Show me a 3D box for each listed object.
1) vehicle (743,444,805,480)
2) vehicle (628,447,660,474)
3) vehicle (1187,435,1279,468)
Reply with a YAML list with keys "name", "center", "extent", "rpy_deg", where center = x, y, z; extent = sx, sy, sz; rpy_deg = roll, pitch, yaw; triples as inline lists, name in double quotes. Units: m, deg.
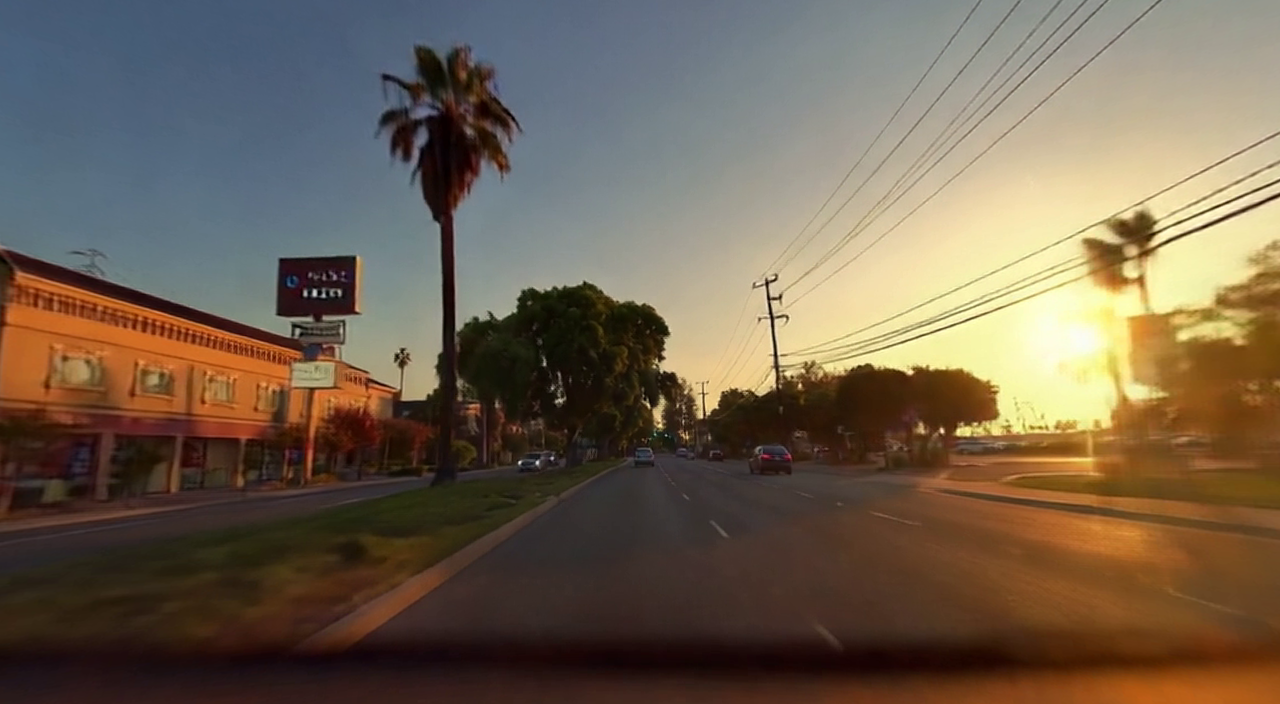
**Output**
- name: "vehicle"
  center: [6.868, 5.680, 32.887]
  extent: [2.252, 1.718, 4.617]
  rpy_deg: [0, -9, 1]
- name: "vehicle"
  center: [0.296, 7.480, 43.588]
  extent: [2.138, 1.702, 4.168]
  rpy_deg: [0, -9, 1]
- name: "vehicle"
  center: [29.604, 4.828, 30.573]
  extent: [4.191, 1.492, 1.950]
  rpy_deg: [0, -9, 0]
